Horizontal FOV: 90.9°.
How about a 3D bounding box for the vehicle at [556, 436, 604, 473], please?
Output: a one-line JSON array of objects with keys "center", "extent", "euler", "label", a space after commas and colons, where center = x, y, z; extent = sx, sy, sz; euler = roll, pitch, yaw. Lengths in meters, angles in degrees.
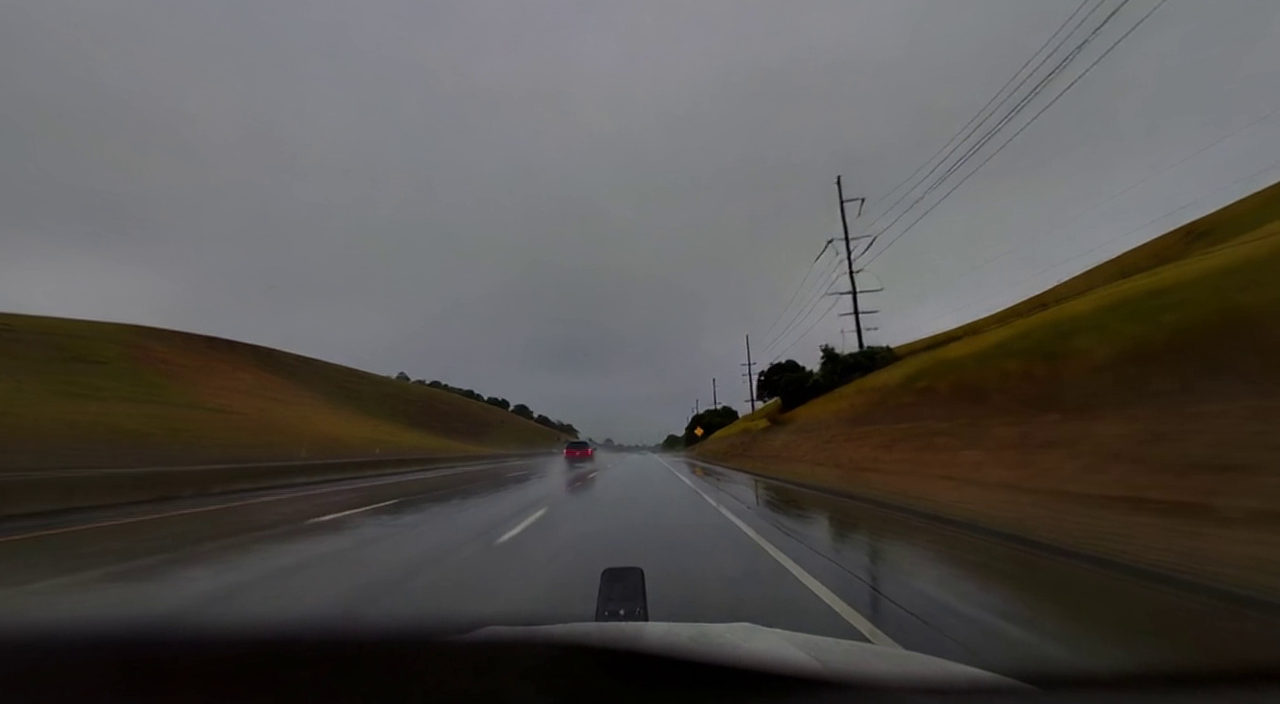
[{"center": [-3.220, 5.595, 34.675], "extent": [2.136, 1.845, 4.515], "euler": [0, -8, 1], "label": "vehicle"}]
